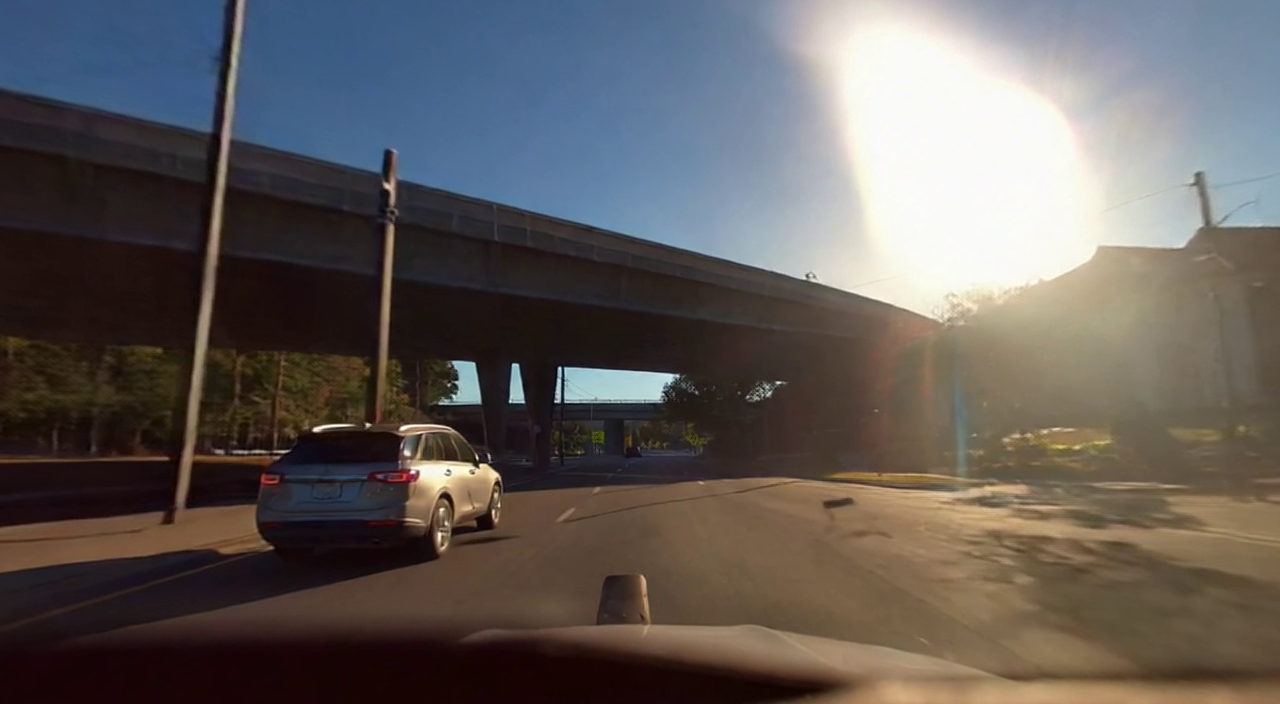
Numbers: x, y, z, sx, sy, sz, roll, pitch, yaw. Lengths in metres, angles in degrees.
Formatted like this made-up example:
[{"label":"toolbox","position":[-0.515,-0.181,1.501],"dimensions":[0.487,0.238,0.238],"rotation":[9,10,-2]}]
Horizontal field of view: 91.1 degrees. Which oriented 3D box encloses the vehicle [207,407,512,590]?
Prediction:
[{"label":"vehicle","position":[-3.093,1.702,8.139],"dimensions":[1.882,1.704,4.335],"rotation":[0,-8,1]}]
